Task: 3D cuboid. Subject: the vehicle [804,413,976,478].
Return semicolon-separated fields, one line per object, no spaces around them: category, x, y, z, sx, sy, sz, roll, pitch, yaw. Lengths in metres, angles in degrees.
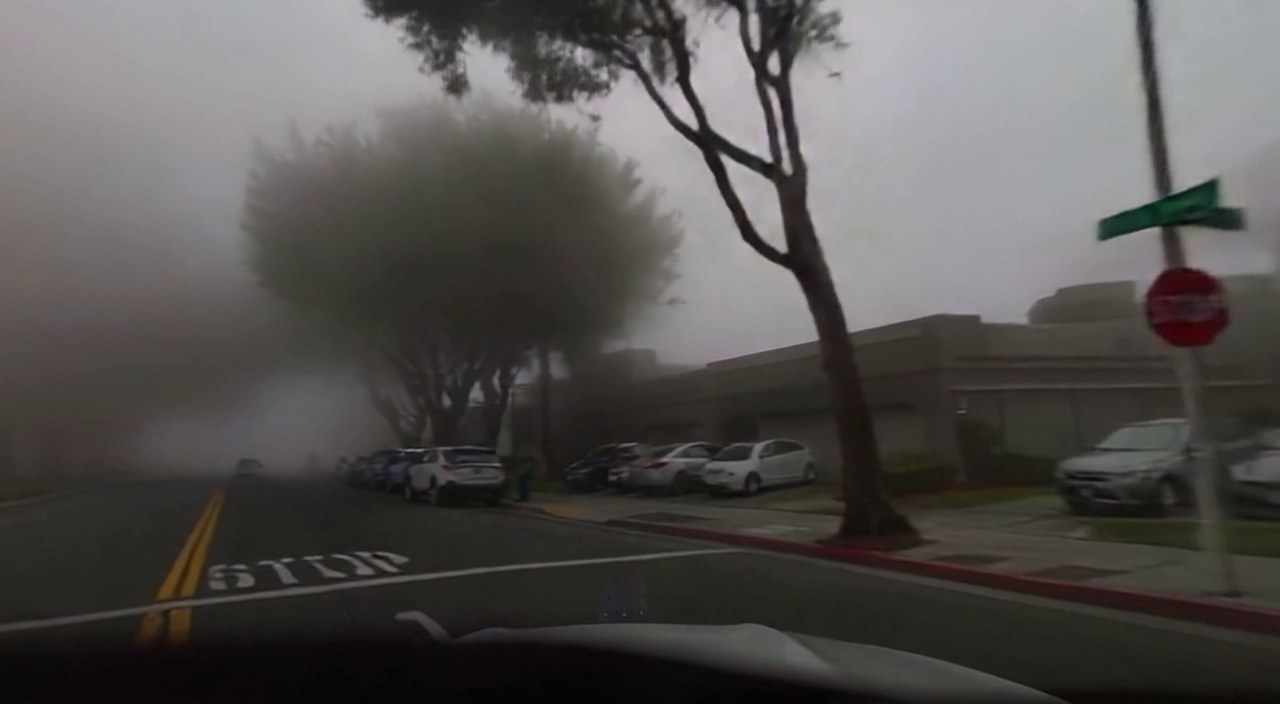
vehicle;14.048;5.418;36.486;2.928;3.230;9.384;5;-9;-30

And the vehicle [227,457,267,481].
vehicle;-27.946;8.256;44.559;2.010;1.499;4.107;6;-10;-35

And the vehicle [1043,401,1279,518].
vehicle;10.044;1.805;10.745;1.959;1.753;4.778;5;-10;-32

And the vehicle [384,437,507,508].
vehicle;-6.642;3.871;20.898;2.292;1.974;5.853;5;-10;-33

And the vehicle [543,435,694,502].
vehicle;-0.967;3.866;21.782;2.282;1.893;6.027;4;-8;-35
